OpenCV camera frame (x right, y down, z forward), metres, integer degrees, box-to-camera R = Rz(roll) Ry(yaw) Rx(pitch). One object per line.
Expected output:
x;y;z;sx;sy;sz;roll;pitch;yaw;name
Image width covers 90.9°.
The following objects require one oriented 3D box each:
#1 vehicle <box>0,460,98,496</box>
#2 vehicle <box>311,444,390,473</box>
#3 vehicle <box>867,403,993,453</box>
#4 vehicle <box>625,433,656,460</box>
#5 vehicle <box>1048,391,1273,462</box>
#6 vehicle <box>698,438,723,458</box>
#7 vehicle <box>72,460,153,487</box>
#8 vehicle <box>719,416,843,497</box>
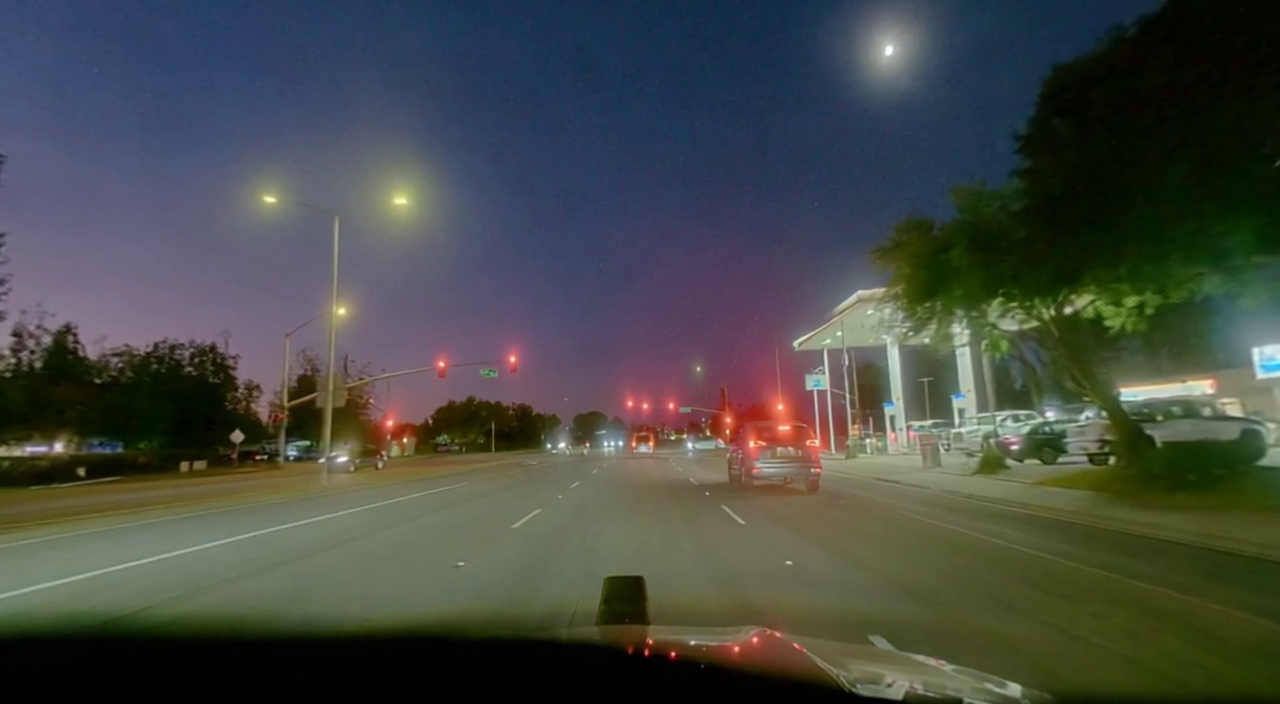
-29.664;6.138;31.044;1.870;1.508;4.441;0;-9;2;vehicle
-17.348;6.373;37.987;1.883;1.623;4.588;-2;-9;12;vehicle
16.223;4.298;35.475;5.790;2.675;2.554;1;-9;-5;vehicle
0.066;6.542;43.623;2.067;1.702;3.987;0;-9;1;vehicle
15.805;2.318;19.397;4.864;2.023;2.132;0;-9;2;vehicle
5.293;7.260;47.504;1.719;1.420;4.007;-1;-9;4;vehicle
-40.048;9.205;47.927;4.632;1.454;1.808;2;-9;-42;vehicle
3.411;2.659;16.250;2.083;1.779;4.347;0;-9;-1;vehicle
